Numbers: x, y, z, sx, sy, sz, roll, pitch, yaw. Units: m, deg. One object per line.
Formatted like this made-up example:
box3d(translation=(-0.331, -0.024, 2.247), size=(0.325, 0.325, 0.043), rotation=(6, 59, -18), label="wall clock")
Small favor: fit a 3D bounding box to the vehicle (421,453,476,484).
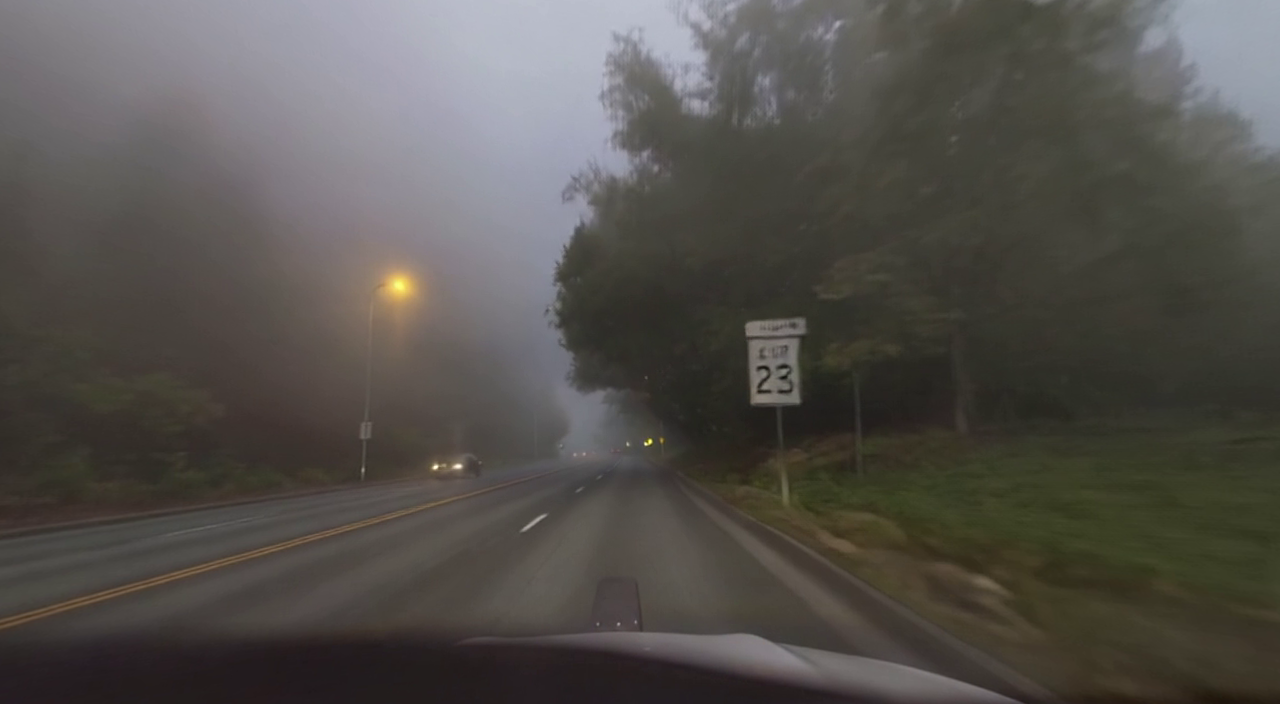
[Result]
box3d(translation=(-10.091, 6.160, 33.441), size=(1.766, 1.473, 3.795), rotation=(-1, -9, -1), label="vehicle")
